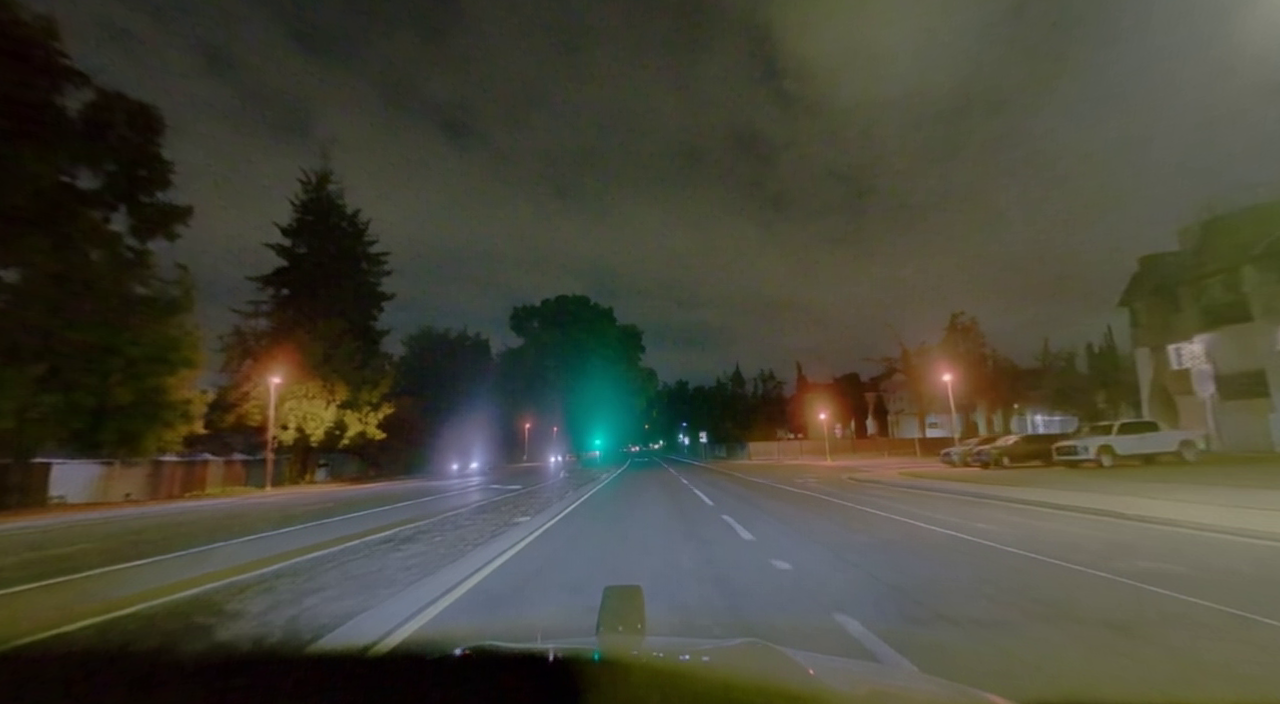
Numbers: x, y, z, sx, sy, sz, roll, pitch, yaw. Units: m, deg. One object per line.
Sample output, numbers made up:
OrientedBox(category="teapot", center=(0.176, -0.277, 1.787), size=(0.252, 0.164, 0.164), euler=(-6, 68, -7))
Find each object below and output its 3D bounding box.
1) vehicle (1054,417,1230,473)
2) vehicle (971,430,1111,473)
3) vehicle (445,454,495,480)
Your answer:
OrientedBox(category="vehicle", center=(18.046, 3.368, 22.721), size=(4.611, 1.920, 2.043), euler=(0, -9, -3))
OrientedBox(category="vehicle", center=(17.794, 4.411, 27.979), size=(4.868, 1.768, 2.030), euler=(0, -8, -4))
OrientedBox(category="vehicle", center=(-12.118, 8.198, 45.073), size=(2.007, 1.655, 4.649), euler=(-1, -8, 3))
